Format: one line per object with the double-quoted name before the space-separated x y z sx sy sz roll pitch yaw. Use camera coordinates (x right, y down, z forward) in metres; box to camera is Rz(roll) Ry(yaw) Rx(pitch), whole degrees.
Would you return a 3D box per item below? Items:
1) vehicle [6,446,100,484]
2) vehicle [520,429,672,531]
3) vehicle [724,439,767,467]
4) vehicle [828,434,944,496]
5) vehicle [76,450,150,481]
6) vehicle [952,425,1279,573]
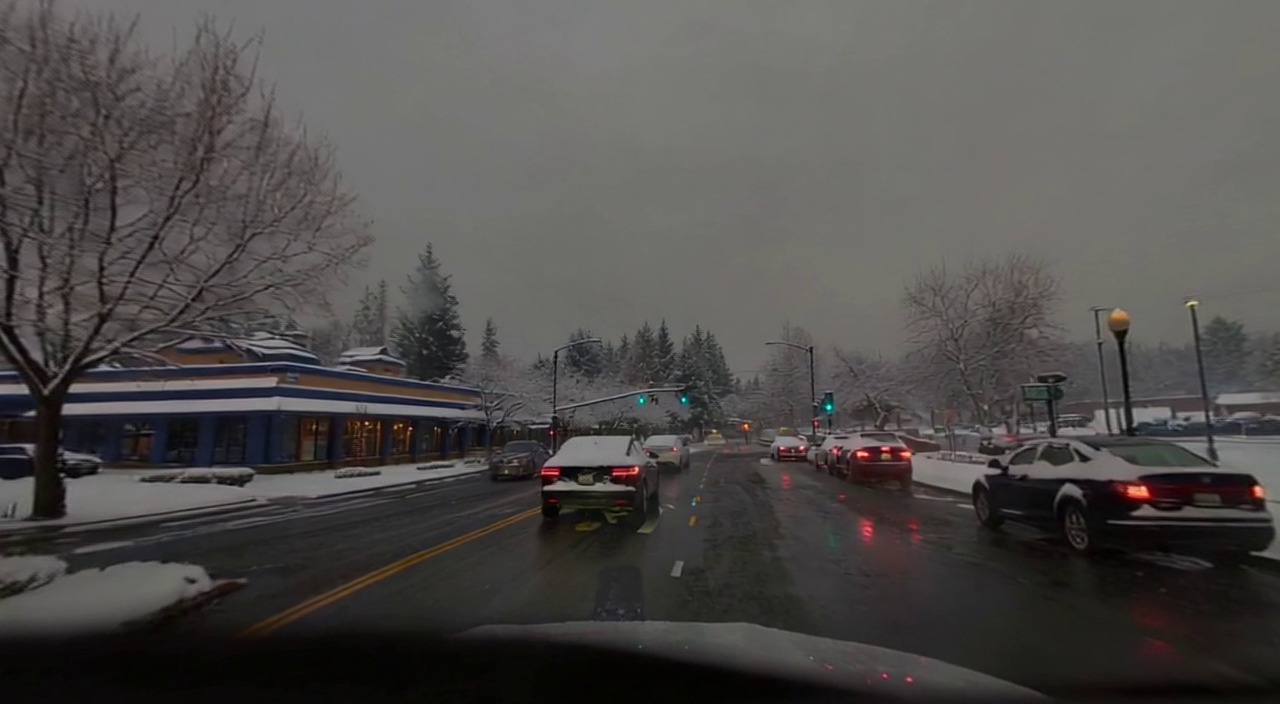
"vehicle" -26.462 5.024 28.463 4.127 1.583 1.978 -5 -10 32
"vehicle" -0.565 2.220 11.600 1.968 1.497 4.286 -1 -8 7
"vehicle" 5.906 5.677 35.801 2.095 1.473 4.301 -1 -8 6
"vehicle" 6.677 3.082 17.713 1.910 1.493 4.490 -1 -8 7
"vehicle" -25.868 5.526 30.962 3.527 1.390 1.681 -5 -10 32
"vehicle" 6.169 1.819 8.690 1.857 1.483 4.430 -1 -8 6
